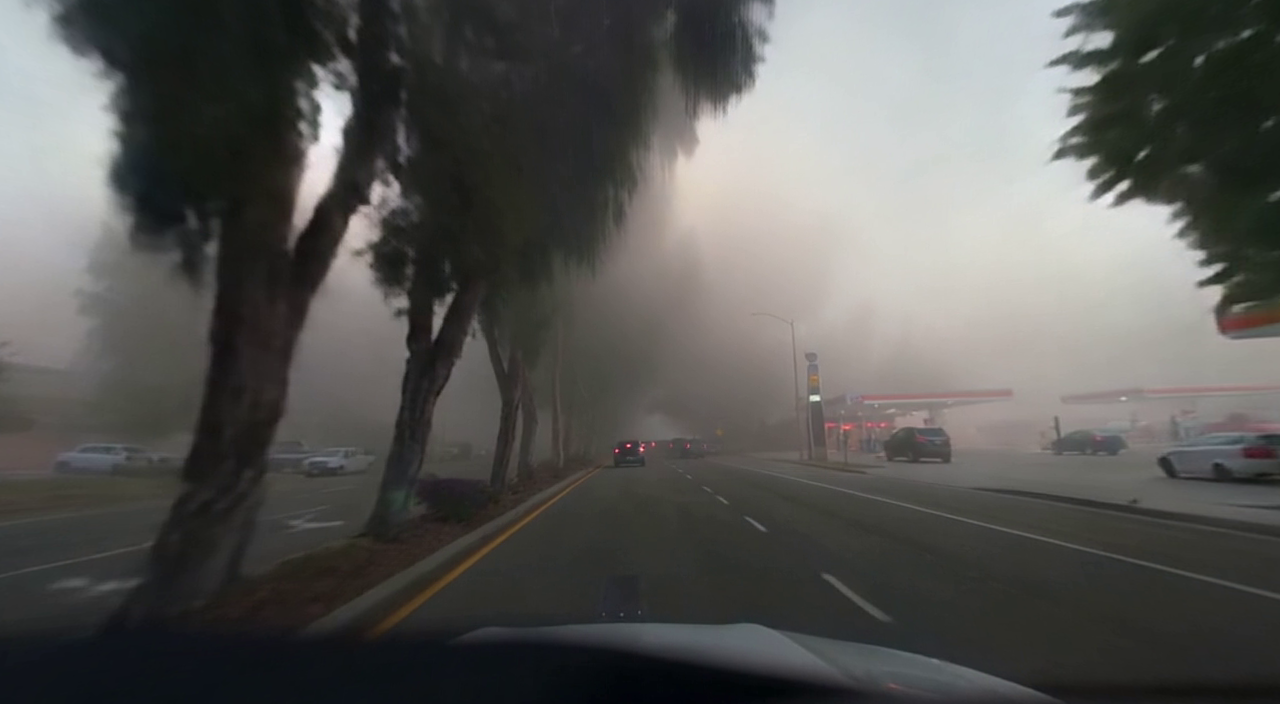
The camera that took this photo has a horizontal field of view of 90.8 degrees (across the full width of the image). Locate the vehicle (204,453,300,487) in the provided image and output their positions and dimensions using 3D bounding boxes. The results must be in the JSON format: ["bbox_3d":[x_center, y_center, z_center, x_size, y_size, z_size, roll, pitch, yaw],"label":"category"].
[{"bbox_3d":[-18.842,5.709,30.954,1.797,1.461,4.536,0,-8,0],"label":"vehicle"}]

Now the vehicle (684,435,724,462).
[{"bbox_3d":[4.617,6.811,44.697,2.117,1.757,4.969,-2,-9,14],"label":"vehicle"}]

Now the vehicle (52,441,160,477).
[{"bbox_3d":[-31.854,6.400,37.809,4.384,2.079,2.066,0,-9,-3],"label":"vehicle"}]

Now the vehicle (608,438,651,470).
[{"bbox_3d":[-0.513,5.086,31.677,2.052,1.488,3.779,0,-8,0],"label":"vehicle"}]

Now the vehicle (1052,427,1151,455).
[{"bbox_3d":[25.616,4.983,35.320,2.045,1.478,4.685,0,-8,0],"label":"vehicle"}]

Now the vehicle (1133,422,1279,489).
[{"bbox_3d":[15.296,2.584,15.988,2.001,1.479,4.696,-1,-8,3],"label":"vehicle"}]

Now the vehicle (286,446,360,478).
[{"bbox_3d":[-18.847,6.531,37.853,2.004,1.758,4.594,0,-8,0],"label":"vehicle"}]

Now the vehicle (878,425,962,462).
[{"bbox_3d":[15.315,5.082,34.959,2.368,1.868,4.724,0,-8,-1],"label":"vehicle"}]
